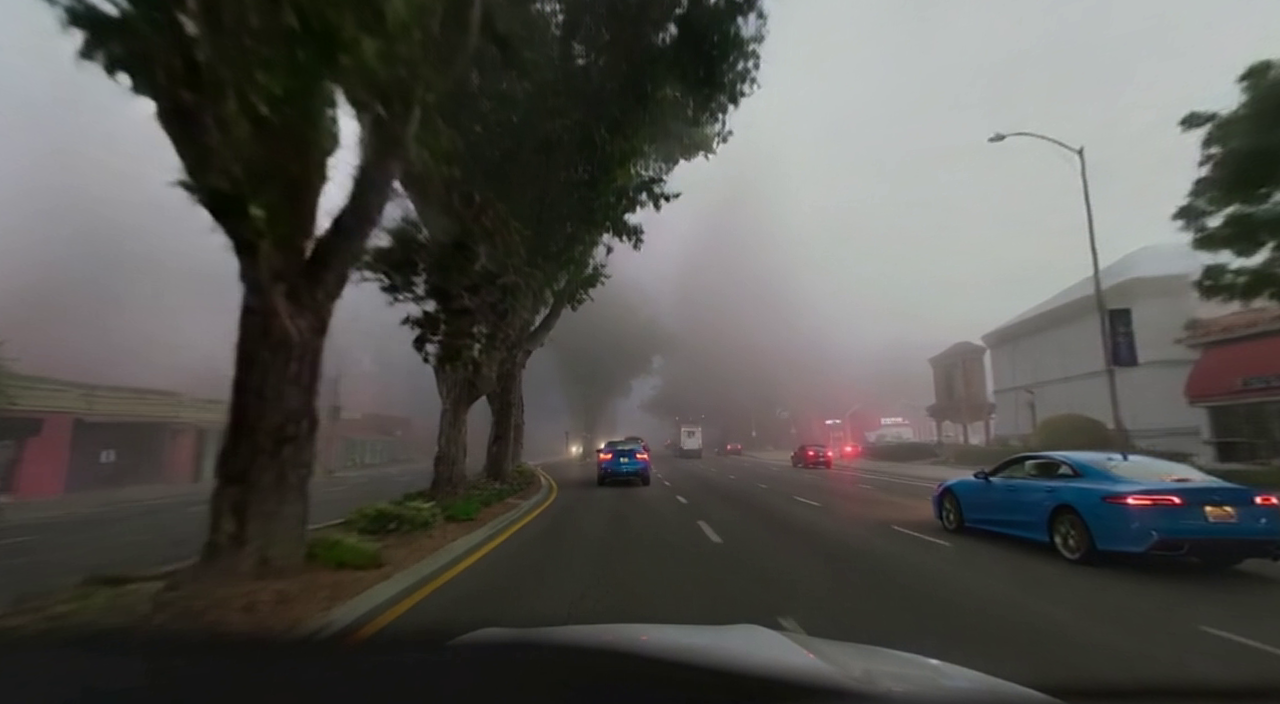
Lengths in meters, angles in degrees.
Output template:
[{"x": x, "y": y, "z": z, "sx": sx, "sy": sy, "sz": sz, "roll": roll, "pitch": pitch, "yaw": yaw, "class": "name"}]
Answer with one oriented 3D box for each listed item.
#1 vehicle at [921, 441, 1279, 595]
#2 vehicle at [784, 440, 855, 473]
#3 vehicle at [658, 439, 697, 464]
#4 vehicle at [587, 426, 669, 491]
[{"x": 5.602, "y": 1.774, "z": 7.669, "sx": 2.258, "sy": 1.294, "sz": 4.312, "roll": 0, "pitch": -9, "yaw": -2, "class": "vehicle"}, {"x": 8.713, "y": 5.113, "z": 31.096, "sx": 2.045, "sy": 1.484, "sz": 4.342, "roll": 0, "pitch": -9, "yaw": -2, "class": "vehicle"}, {"x": 2.299, "y": 6.351, "z": 40.221, "sx": 2.078, "sy": 1.471, "sz": 4.142, "roll": 0, "pitch": -9, "yaw": -2, "class": "vehicle"}, {"x": -0.394, "y": 3.249, "z": 19.438, "sx": 2.266, "sy": 1.762, "sz": 4.131, "roll": 0, "pitch": -9, "yaw": -2, "class": "vehicle"}]
